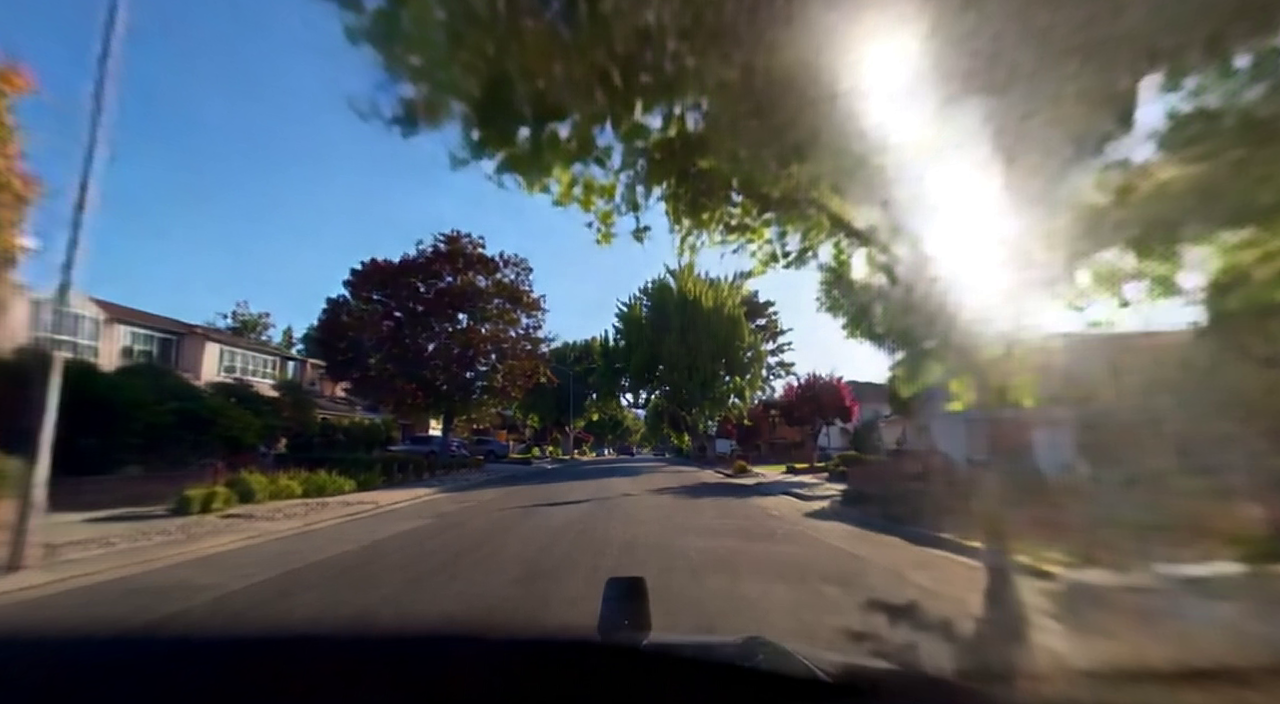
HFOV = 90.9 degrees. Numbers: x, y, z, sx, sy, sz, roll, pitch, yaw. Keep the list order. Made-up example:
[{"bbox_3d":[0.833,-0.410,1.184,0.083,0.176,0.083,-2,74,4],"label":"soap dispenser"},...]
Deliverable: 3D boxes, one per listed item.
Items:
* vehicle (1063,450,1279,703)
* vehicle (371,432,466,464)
[{"bbox_3d":[3.419,0.927,1.055,2.083,1.485,4.691,0,-9,-1],"label":"vehicle"},{"bbox_3d":[-13.242,5.778,37.912,4.796,1.864,2.328,0,-9,2],"label":"vehicle"}]
